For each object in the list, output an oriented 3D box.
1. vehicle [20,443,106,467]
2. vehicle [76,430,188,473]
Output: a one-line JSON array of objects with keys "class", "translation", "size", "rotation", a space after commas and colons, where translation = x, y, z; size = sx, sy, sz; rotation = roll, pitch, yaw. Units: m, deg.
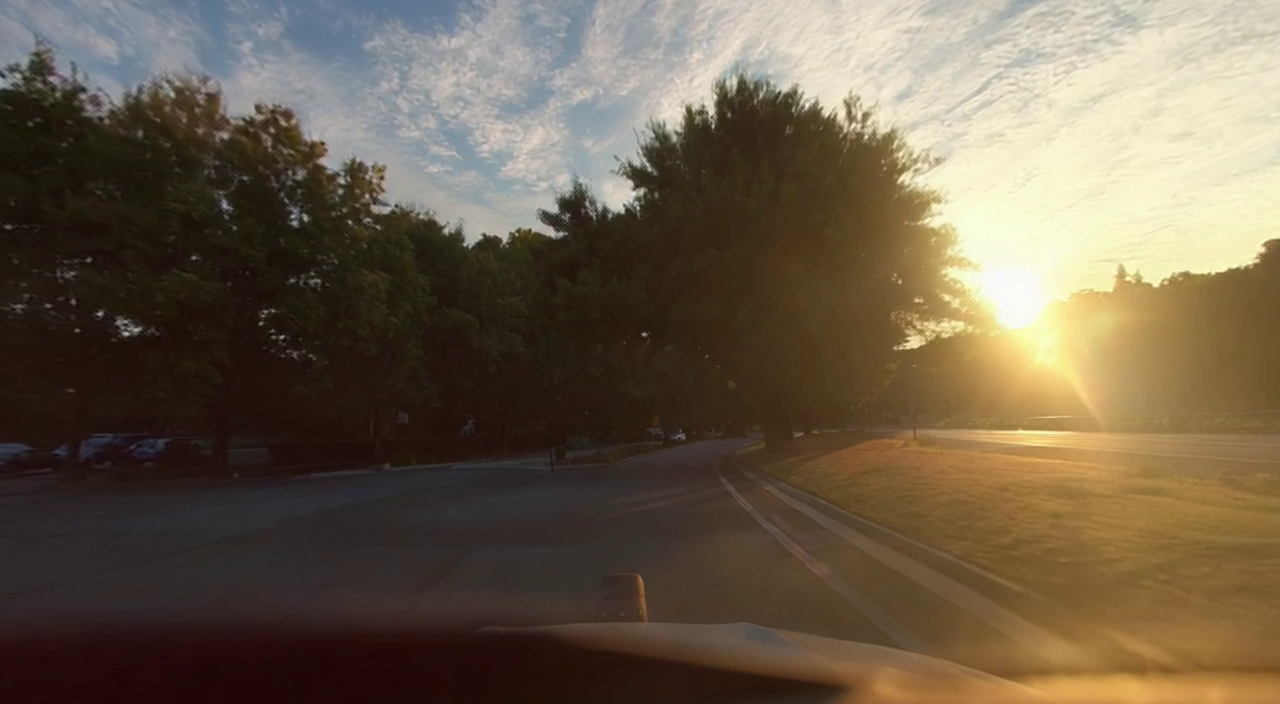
[{"class": "vehicle", "translation": [-39.519, 7.046, 43.306], "size": [4.258, 1.584, 1.843], "rotation": [-1, -9, 5]}, {"class": "vehicle", "translation": [-28.202, 5.493, 35.152], "size": [4.733, 1.892, 1.939], "rotation": [-4, -4, 2]}]
